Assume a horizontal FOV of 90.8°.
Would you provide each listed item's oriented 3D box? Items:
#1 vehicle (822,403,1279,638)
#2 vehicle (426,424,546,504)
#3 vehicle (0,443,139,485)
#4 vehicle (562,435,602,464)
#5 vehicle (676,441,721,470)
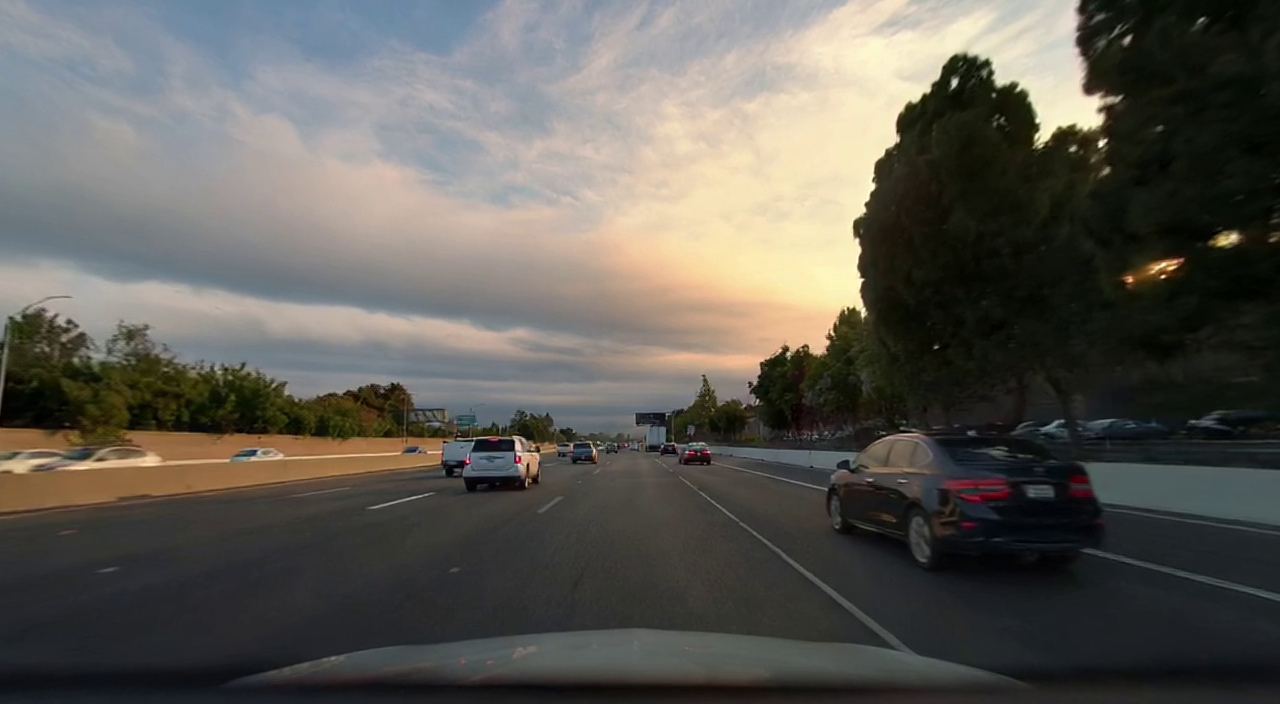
[{"bbox_3d":[3.624,1.480,6.596,2.033,1.596,4.344,0,-8,-2],"label":"vehicle"},{"bbox_3d":[-3.802,2.847,16.494,1.987,1.765,4.508,0,-8,0],"label":"vehicle"},{"bbox_3d":[-24.851,4.817,27.544,2.053,1.645,4.876,0,-8,0],"label":"vehicle"},{"bbox_3d":[-4.027,6.947,45.127,2.410,1.981,5.355,0,-8,0],"label":"vehicle"},{"bbox_3d":[3.214,5.756,35.434,1.957,1.510,4.643,0,-8,-2],"label":"vehicle"}]
